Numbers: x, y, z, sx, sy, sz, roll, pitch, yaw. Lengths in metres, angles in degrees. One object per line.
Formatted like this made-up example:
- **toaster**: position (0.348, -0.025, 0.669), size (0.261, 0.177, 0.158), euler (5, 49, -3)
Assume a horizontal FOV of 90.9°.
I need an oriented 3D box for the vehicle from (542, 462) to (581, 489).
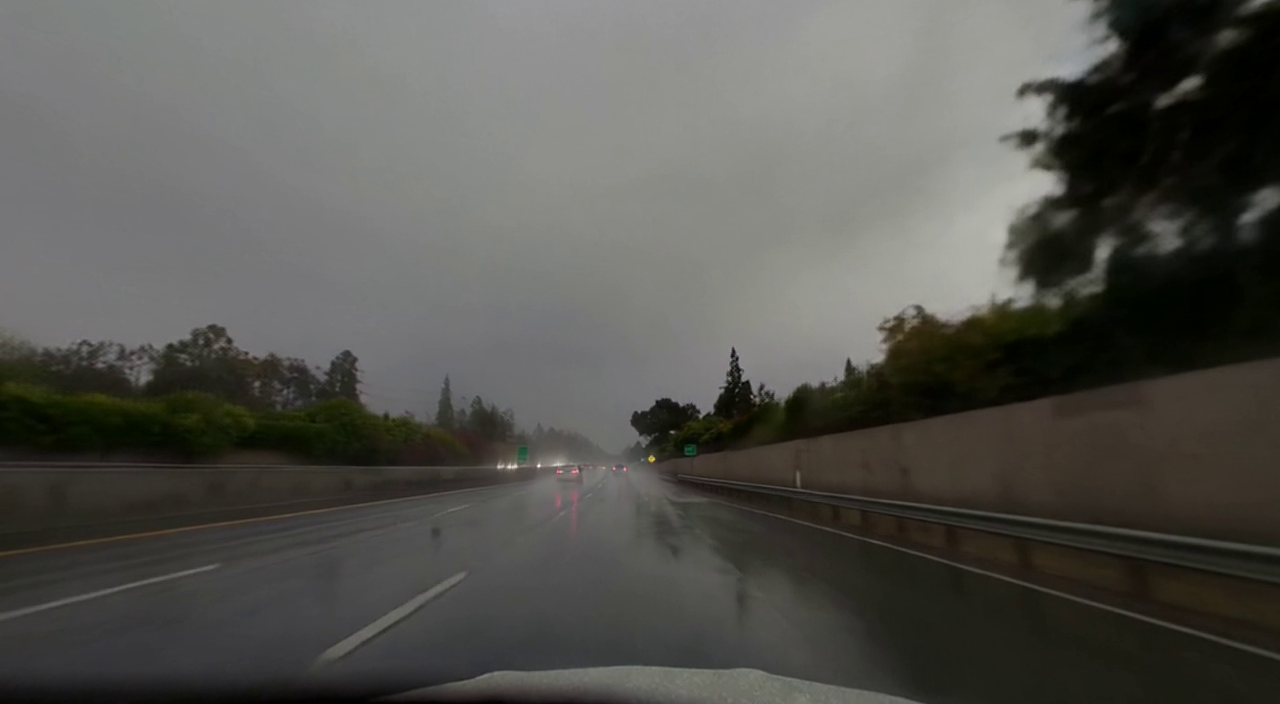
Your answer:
- **vehicle**: position (-5.022, 7.957, 40.847), size (2.039, 1.605, 4.365), euler (1, -11, -1)
